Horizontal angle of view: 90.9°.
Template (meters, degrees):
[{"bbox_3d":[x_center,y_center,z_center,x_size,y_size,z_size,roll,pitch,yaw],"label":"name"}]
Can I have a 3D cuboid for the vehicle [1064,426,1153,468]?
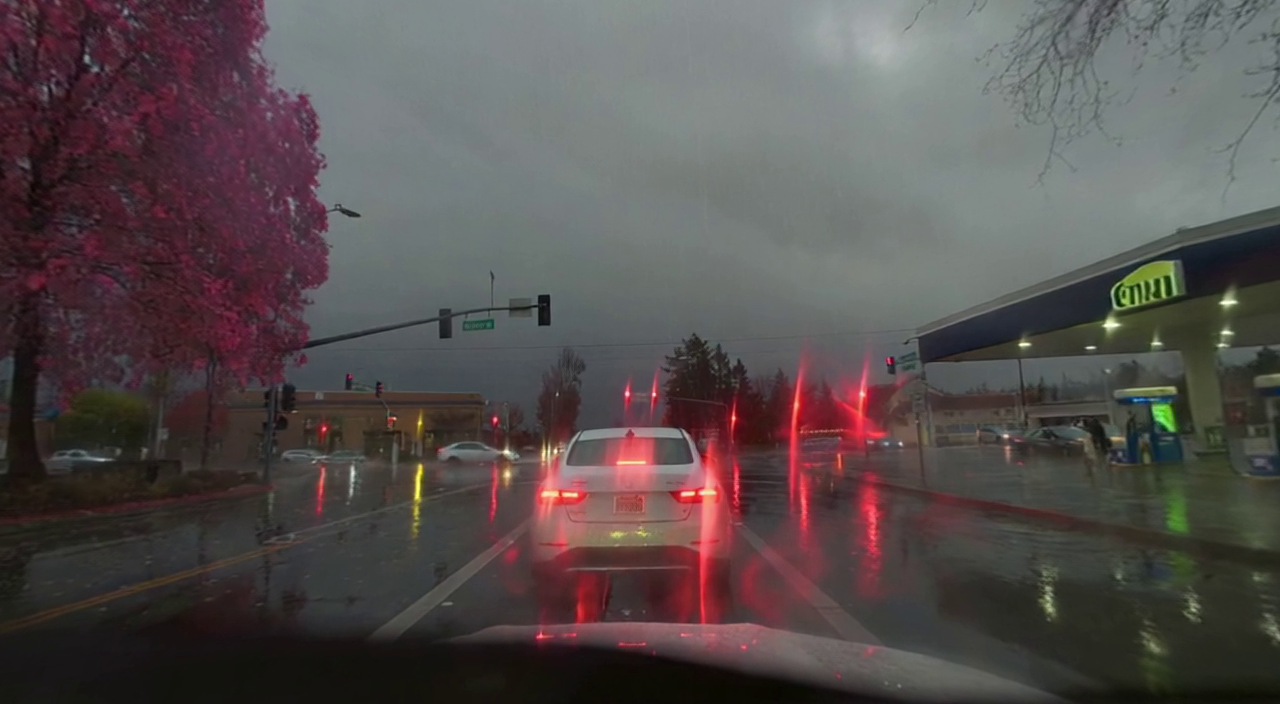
[{"bbox_3d":[18.553,3.734,24.898,4.091,1.495,2.053,8,-12,-44],"label":"vehicle"}]

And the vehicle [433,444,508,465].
[{"bbox_3d":[-12.255,7.434,45.694,4.813,1.455,1.889,-1,-8,5],"label":"vehicle"}]

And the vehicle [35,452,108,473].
[{"bbox_3d":[-43.643,8.487,48.435,3.975,1.563,1.755,-1,-8,4],"label":"vehicle"}]

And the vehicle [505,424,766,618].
[{"bbox_3d":[-0.047,1.604,6.955,2.010,1.482,4.057,0,-8,0],"label":"vehicle"}]
